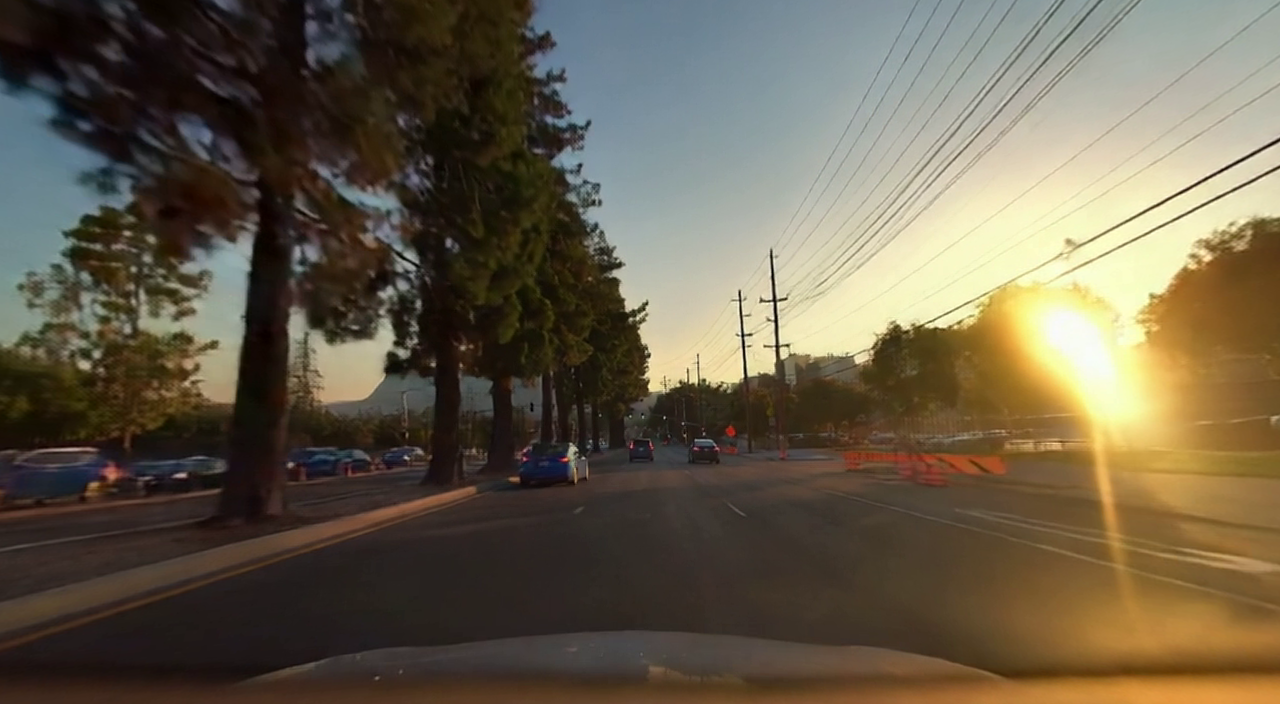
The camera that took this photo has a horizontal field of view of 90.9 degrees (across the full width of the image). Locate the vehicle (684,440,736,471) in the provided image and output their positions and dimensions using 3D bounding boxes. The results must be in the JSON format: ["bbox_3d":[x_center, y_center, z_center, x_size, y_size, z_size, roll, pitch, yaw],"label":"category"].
[{"bbox_3d":[3.535,5.338,32.777,2.142,1.475,4.565,0,-8,0],"label":"vehicle"}]

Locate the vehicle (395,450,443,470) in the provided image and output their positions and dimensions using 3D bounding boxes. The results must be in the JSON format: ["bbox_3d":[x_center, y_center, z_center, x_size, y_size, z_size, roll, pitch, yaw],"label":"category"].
[{"bbox_3d":[-17.037,8.350,48.922,1.924,1.446,4.625,0,-8,2],"label":"vehicle"}]

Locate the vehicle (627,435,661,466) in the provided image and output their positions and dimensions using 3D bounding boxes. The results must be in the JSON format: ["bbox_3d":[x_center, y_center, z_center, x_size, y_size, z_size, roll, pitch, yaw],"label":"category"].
[{"bbox_3d":[0.317,6.300,40.506,2.060,1.845,4.151,0,-8,1],"label":"vehicle"}]

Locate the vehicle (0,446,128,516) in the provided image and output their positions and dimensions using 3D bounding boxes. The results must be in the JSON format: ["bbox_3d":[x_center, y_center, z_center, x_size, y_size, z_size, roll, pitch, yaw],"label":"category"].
[{"bbox_3d":[-16.955,3.444,17.272,2.025,1.712,4.578,0,-8,0],"label":"vehicle"}]

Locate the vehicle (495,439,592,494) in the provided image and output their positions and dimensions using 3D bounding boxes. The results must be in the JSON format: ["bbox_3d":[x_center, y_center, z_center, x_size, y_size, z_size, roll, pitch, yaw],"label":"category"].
[{"bbox_3d":[-2.801,3.461,19.483,2.087,1.480,4.825,0,-9,2],"label":"vehicle"}]

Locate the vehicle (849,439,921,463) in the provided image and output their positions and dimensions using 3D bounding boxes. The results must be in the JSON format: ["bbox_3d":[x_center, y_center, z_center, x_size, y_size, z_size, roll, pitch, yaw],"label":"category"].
[{"bbox_3d":[16.353,6.586,42.107,4.677,1.466,1.928,5,-10,-31],"label":"vehicle"}]

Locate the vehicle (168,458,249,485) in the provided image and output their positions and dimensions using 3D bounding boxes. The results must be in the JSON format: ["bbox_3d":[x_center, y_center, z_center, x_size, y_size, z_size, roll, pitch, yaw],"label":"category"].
[{"bbox_3d":[-26.746,7.397,39.265,1.840,1.469,4.546,0,-8,-1],"label":"vehicle"}]

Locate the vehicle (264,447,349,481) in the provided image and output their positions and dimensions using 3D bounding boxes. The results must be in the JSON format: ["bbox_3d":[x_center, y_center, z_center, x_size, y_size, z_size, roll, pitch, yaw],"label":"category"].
[{"bbox_3d":[-17.540,5.889,33.434,2.036,1.649,4.493,0,-8,0],"label":"vehicle"}]
